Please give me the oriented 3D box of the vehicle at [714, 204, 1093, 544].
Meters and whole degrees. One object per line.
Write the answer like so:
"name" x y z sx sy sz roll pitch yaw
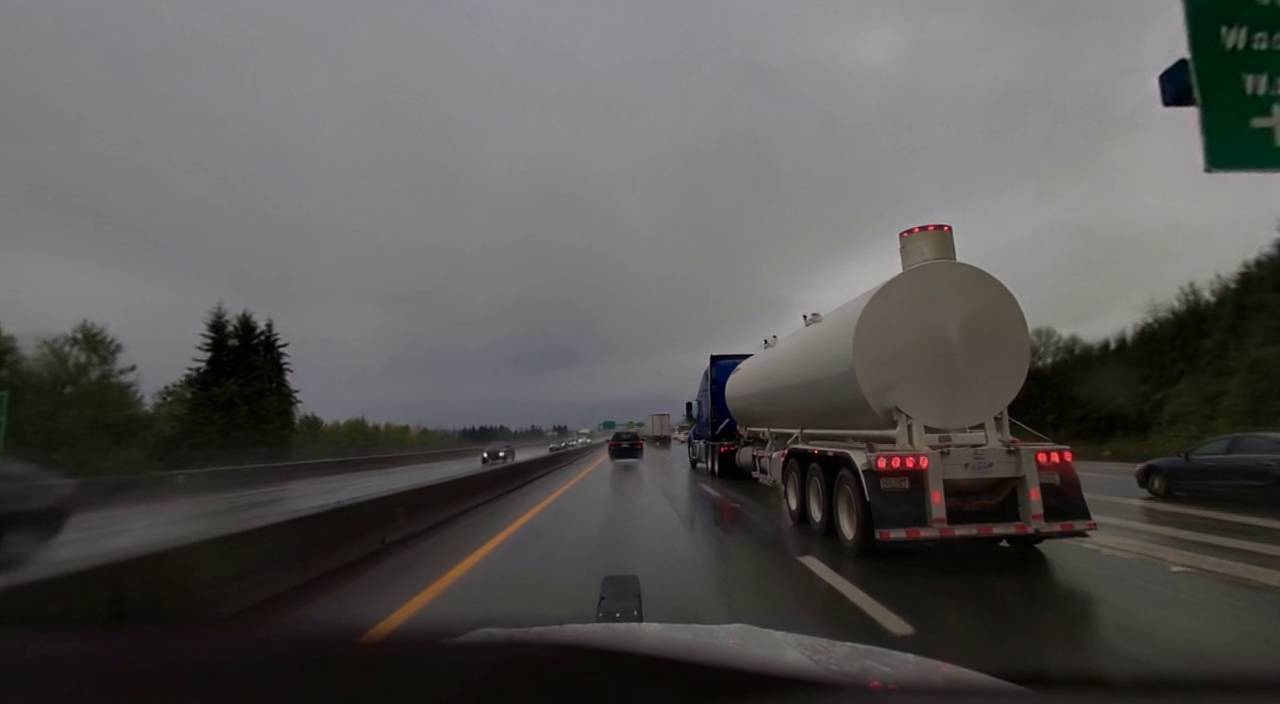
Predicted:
"vehicle" 3.495 0.813 11.818 2.826 3.905 9.262 0 -8 -1

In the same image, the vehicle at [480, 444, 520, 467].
"vehicle" -9.343 6.922 42.372 1.853 1.459 4.228 0 -8 -1

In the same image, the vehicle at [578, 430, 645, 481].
"vehicle" -0.851 3.344 20.629 2.000 1.510 3.518 0 -8 0

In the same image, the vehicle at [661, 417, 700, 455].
"vehicle" 3.120 6.613 49.452 2.475 2.782 4.986 0 -8 -3

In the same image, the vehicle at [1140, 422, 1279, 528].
"vehicle" 9.824 1.777 9.217 1.739 1.471 3.889 0 -8 -2
